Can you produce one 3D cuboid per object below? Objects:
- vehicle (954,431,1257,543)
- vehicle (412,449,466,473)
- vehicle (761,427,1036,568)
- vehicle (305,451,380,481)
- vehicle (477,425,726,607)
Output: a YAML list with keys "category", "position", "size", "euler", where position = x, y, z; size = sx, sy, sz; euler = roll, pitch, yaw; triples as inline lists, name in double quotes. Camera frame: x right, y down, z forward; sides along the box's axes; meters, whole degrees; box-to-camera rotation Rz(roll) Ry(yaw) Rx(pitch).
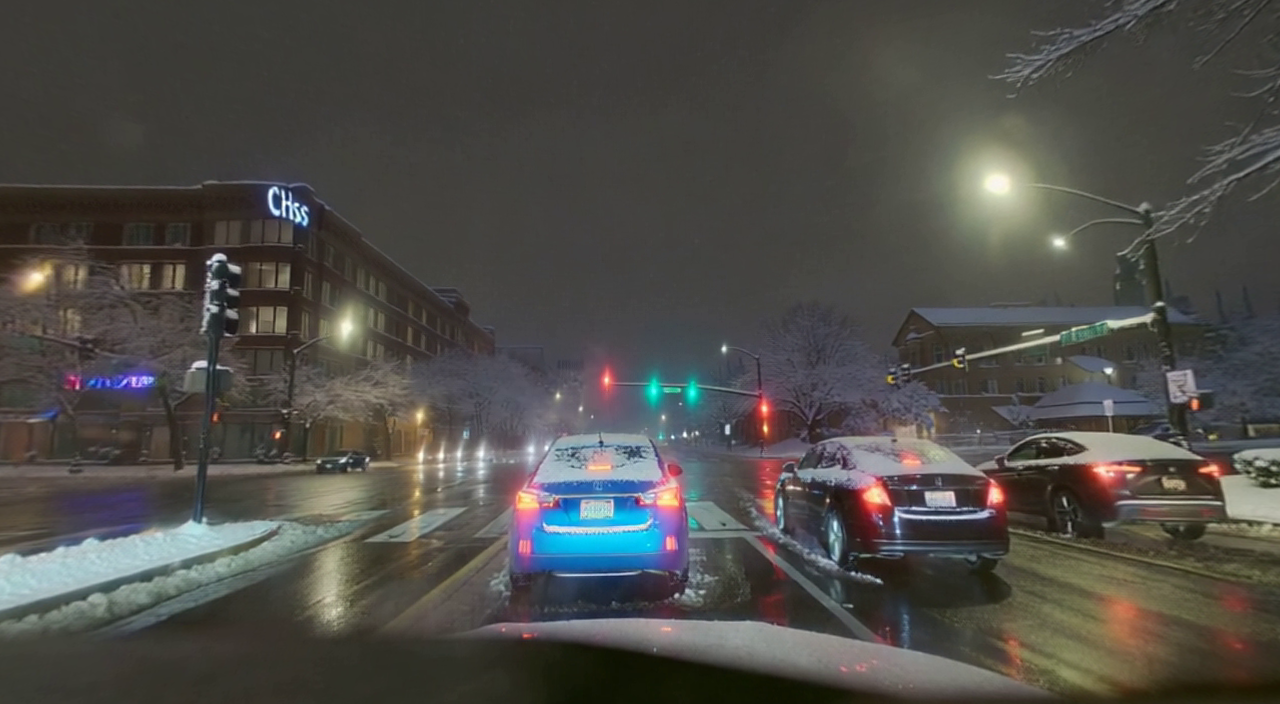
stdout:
- category: "vehicle"
  position: [7.450, 2.163, 10.786]
  size: [1.908, 1.517, 4.182]
  euler: [0, -8, -1]
- category: "vehicle"
  position: [-13.033, 7.079, 41.176]
  size: [2.049, 1.483, 4.407]
  euler: [0, -8, 0]
- category: "vehicle"
  position: [3.221, 1.887, 8.971]
  size: [2.042, 1.508, 4.109]
  euler: [0, -8, -2]
- category: "vehicle"
  position: [-16.653, 6.383, 35.555]
  size: [2.048, 1.463, 4.530]
  euler: [0, -8, -1]
- category: "vehicle"
  position: [-0.363, 1.653, 7.290]
  size: [2.059, 1.477, 3.988]
  euler: [0, -8, -1]
